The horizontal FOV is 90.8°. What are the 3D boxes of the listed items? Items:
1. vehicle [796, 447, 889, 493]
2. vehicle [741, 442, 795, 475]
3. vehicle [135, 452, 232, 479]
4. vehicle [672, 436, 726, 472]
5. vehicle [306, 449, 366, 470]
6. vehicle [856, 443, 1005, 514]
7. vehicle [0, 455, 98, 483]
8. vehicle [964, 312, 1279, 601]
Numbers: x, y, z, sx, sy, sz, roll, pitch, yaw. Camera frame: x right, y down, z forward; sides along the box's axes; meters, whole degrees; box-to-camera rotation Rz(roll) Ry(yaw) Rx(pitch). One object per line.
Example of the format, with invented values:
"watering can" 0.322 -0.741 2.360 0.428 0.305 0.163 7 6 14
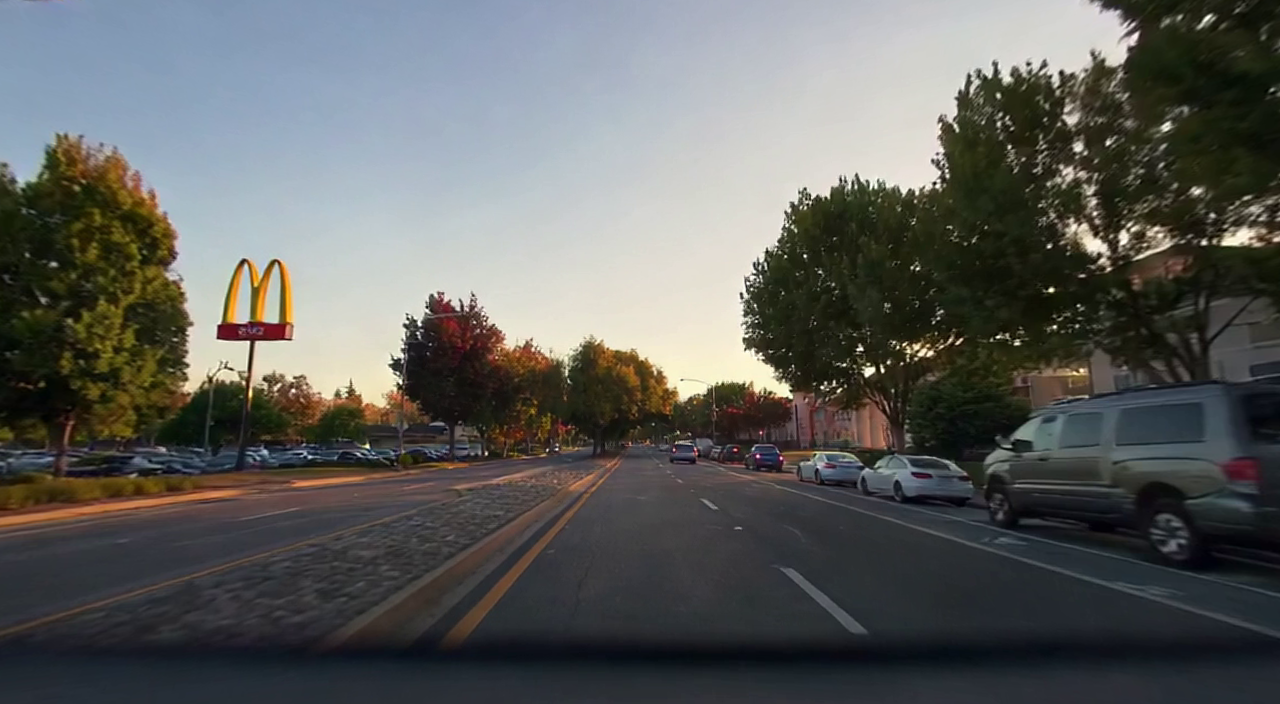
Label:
"vehicle" 7.198 4.209 22.966 1.852 1.448 4.446 0 -8 -1
"vehicle" 7.096 5.904 35.444 1.994 1.691 4.472 0 -8 -2
"vehicle" -29.656 7.376 41.254 4.702 1.535 2.292 4 -9 -26
"vehicle" 3.098 5.496 34.320 2.293 1.814 4.589 0 -8 -2
"vehicle" -23.882 8.466 49.782 1.768 1.429 4.423 -2 -8 13
"vehicle" 7.178 3.130 16.161 1.812 1.548 4.021 0 -8 -1
"vehicle" -35.847 7.017 38.032 4.476 1.501 1.927 5 -10 -30
"vehicle" 7.228 1.375 8.661 2.376 2.706 5.809 0 -8 -1
